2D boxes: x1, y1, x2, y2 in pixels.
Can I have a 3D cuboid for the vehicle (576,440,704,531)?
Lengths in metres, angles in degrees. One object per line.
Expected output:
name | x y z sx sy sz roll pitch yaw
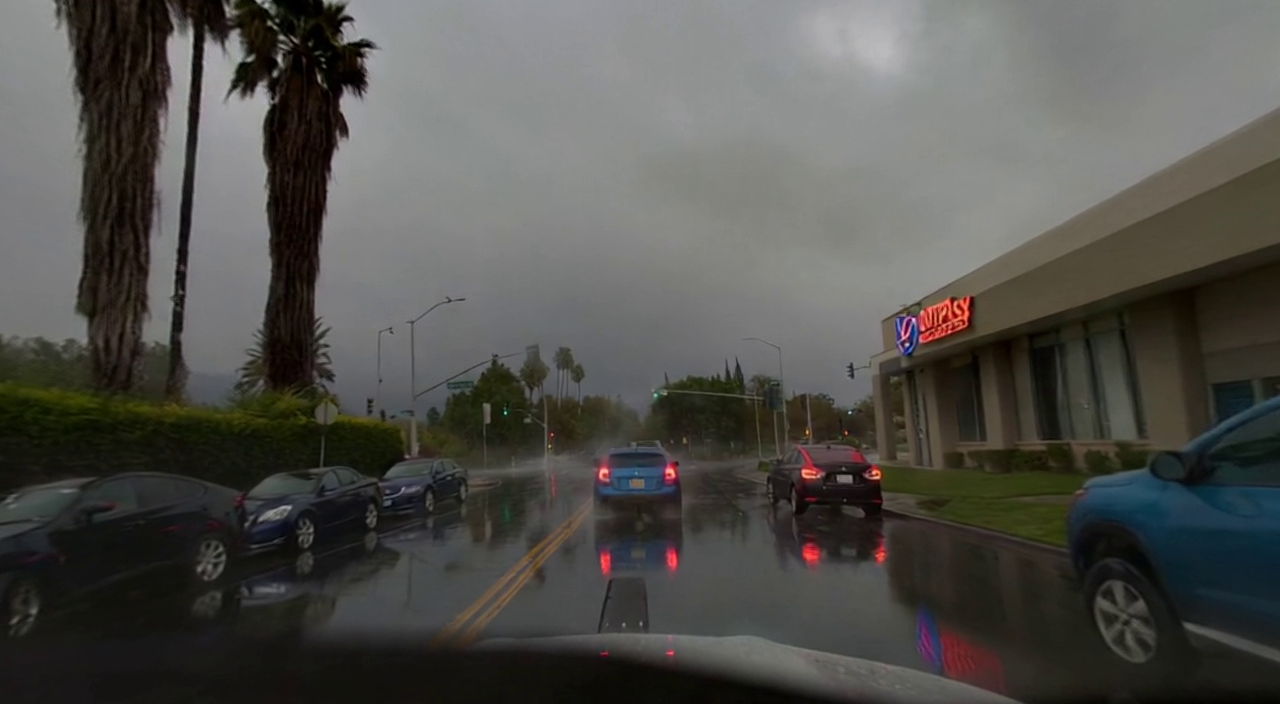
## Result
vehicle | -0.007 2.463 12.243 2.060 1.452 4.078 0 -9 0

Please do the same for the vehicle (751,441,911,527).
vehicle | 3.598 2.554 12.835 1.821 1.417 4.454 0 -9 0

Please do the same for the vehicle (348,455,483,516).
vehicle | -6.325 3.783 18.457 2.105 1.469 4.693 0 -9 2

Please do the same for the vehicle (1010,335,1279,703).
vehicle | 3.622 0.720 1.775 2.099 1.786 5.198 0 -9 2

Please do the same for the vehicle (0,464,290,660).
vehicle | -6.149 2.057 7.034 1.850 1.482 4.454 0 -9 1
